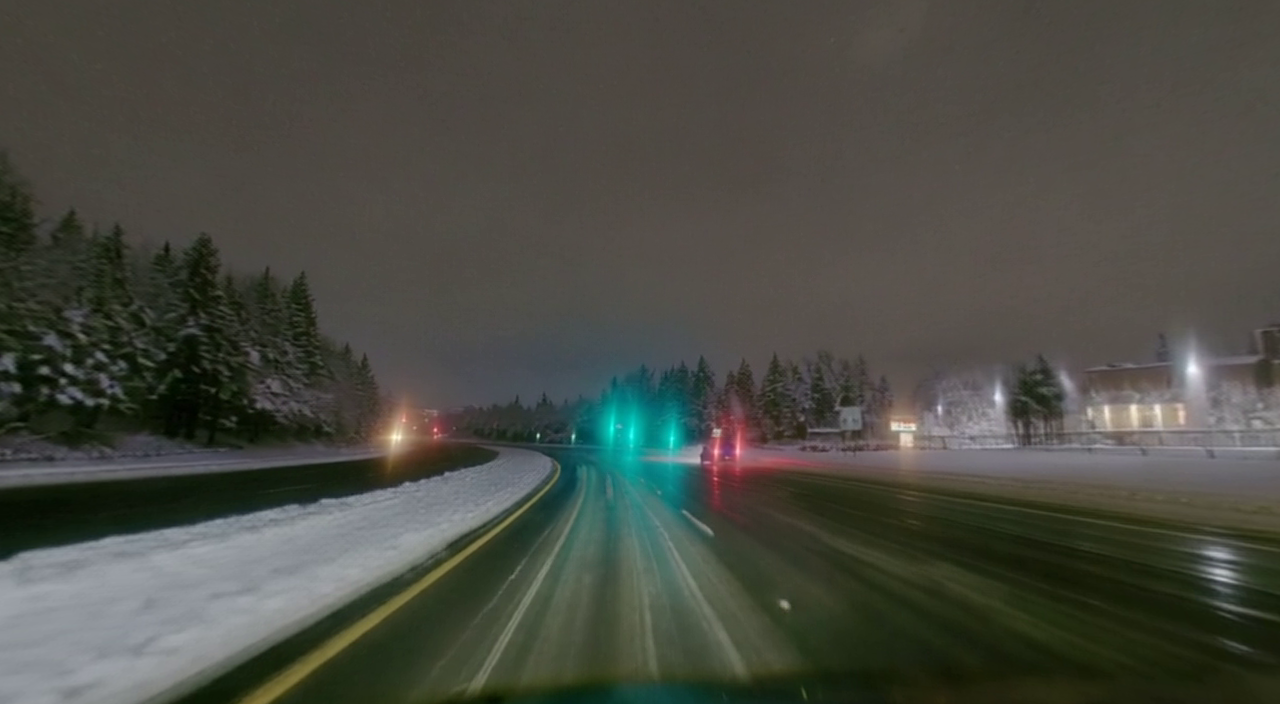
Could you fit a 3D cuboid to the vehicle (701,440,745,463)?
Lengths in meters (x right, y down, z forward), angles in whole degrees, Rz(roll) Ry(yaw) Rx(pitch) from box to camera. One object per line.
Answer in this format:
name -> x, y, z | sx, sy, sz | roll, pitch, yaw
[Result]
vehicle -> 5.734, 6.937, 44.094 | 1.908, 1.483, 4.474 | 1, -9, -9
